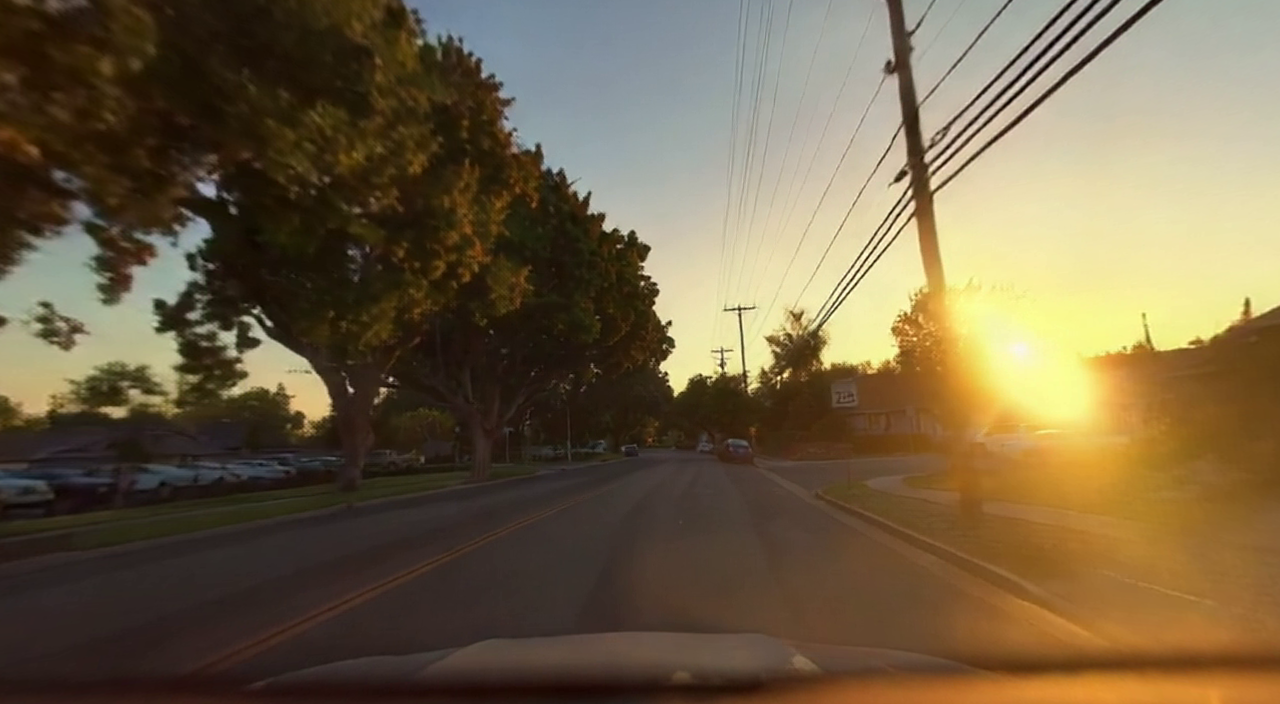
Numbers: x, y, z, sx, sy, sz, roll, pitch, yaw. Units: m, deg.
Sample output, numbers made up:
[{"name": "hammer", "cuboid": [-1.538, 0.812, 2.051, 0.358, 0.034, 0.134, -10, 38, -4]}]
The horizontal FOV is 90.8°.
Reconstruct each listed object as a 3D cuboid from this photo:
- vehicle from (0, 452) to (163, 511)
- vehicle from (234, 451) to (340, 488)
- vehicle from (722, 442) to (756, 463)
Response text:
[{"name": "vehicle", "cuboid": [-18.389, 4.096, 20.346, 4.392, 1.692, 1.978, 4, -9, -26]}, {"name": "vehicle", "cuboid": [-16.812, 5.585, 30.343, 4.123, 1.603, 1.906, 3, -9, -22]}, {"name": "vehicle", "cuboid": [6.915, 7.058, 44.596, 1.990, 1.435, 4.526, -1, -8, 5]}]
